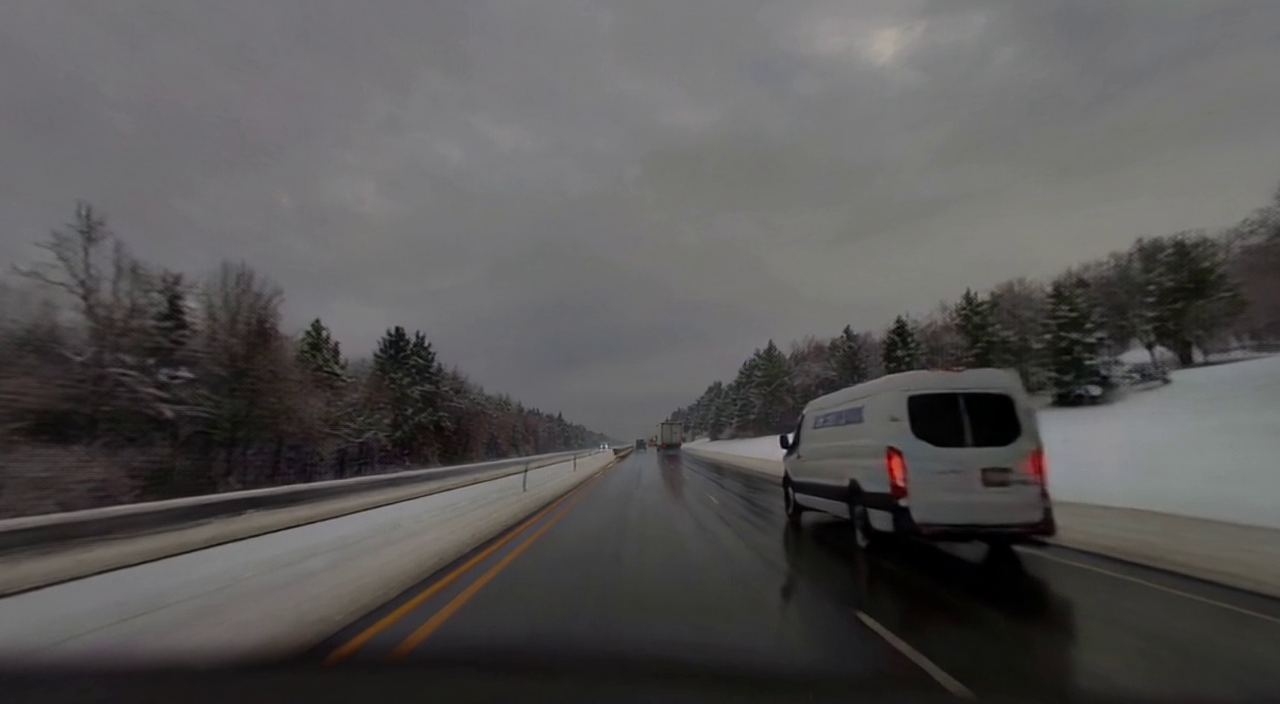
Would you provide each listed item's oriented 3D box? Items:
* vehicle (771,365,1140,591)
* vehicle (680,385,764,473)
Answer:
[{"bbox_3d":[3.495,1.540,8.507,2.291,2.112,5.052,0,-8,0],"label":"vehicle"},{"bbox_3d":[4.437,4.827,38.006,3.208,4.202,15.777,0,-8,1],"label":"vehicle"}]
